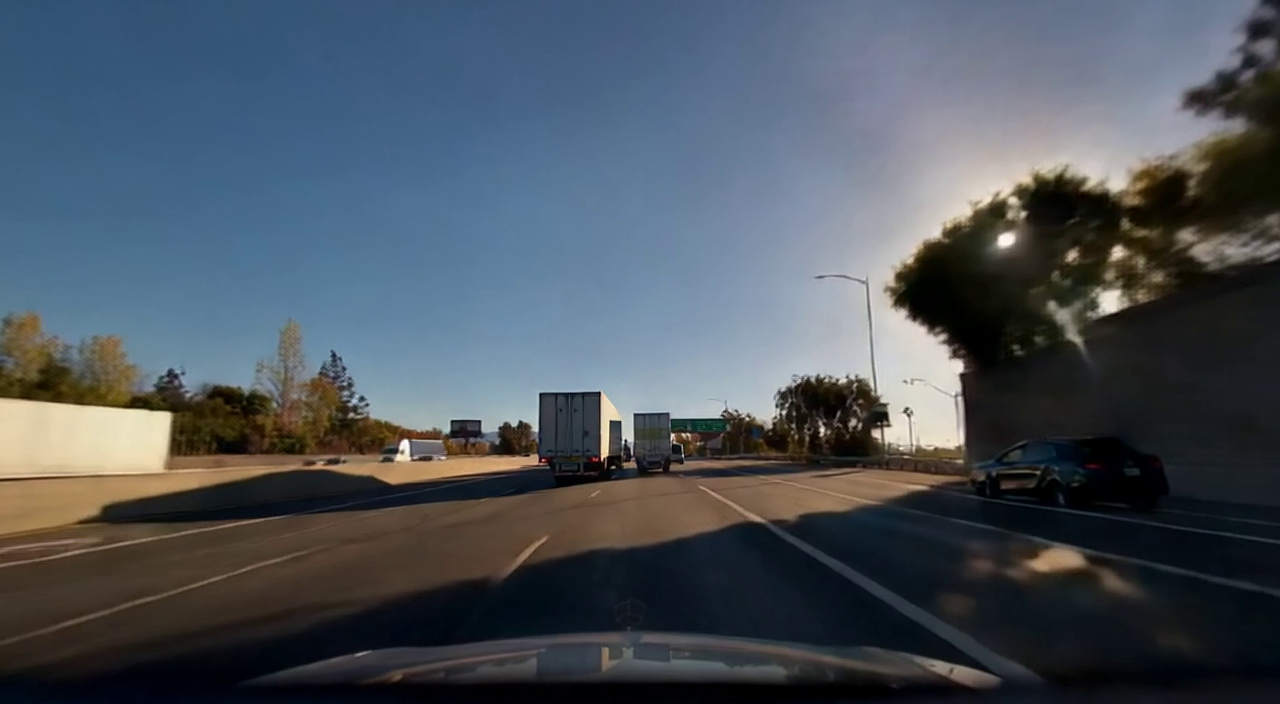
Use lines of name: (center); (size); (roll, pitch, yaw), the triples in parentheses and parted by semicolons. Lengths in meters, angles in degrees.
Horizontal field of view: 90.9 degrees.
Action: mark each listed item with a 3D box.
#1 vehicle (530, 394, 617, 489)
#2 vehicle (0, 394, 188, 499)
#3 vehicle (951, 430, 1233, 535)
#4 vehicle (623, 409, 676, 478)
vehicle: (-2.980, 4.565, 32.170); (2.962, 3.947, 11.574); (-1, -8, 1)
vehicle: (-25.581, 3.773, 25.094); (2.895, 3.951, 16.404); (-1, -8, 1)
vehicle: (8.010, 2.313, 11.871); (1.969, 1.560, 4.394); (0, -8, -1)
vehicle: (0.593, 6.196, 42.564); (3.054, 3.944, 11.230); (-1, -8, 0)
